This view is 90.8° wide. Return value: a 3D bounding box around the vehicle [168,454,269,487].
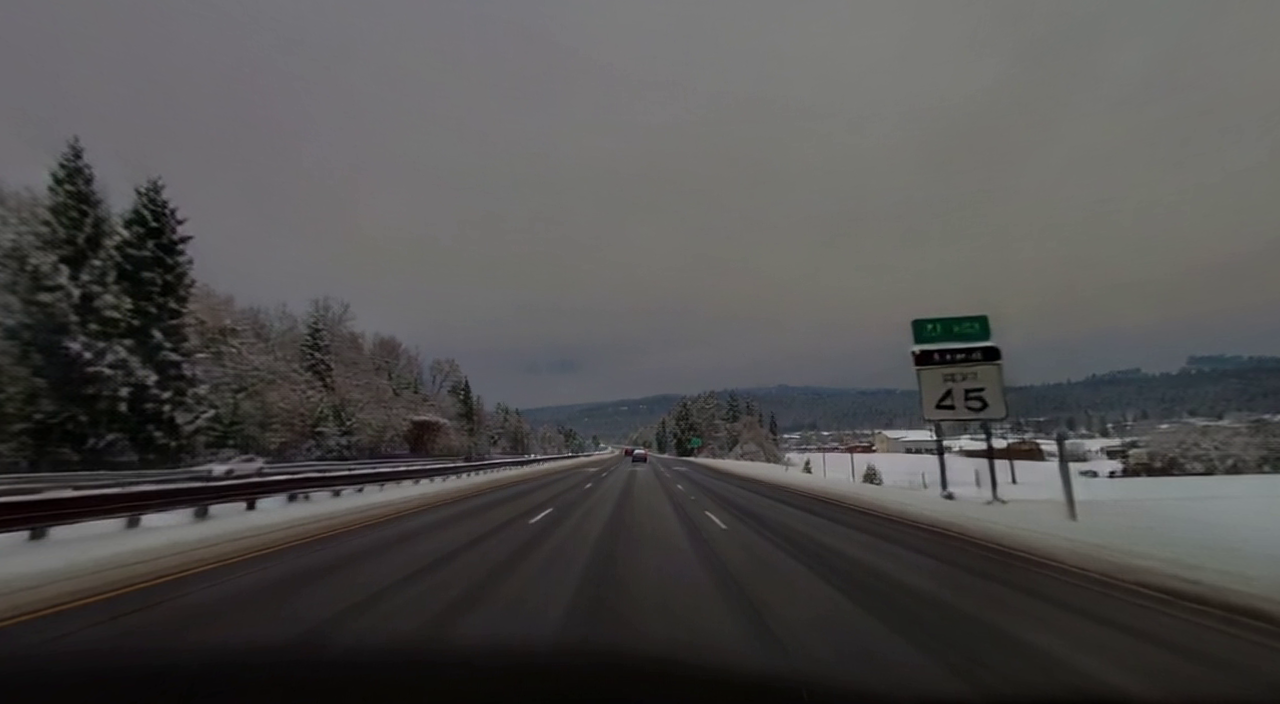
[{"bbox_3d":[-21.186,5.957,32.021,1.829,1.493,4.662,0,-9,1],"label":"vehicle"}]
